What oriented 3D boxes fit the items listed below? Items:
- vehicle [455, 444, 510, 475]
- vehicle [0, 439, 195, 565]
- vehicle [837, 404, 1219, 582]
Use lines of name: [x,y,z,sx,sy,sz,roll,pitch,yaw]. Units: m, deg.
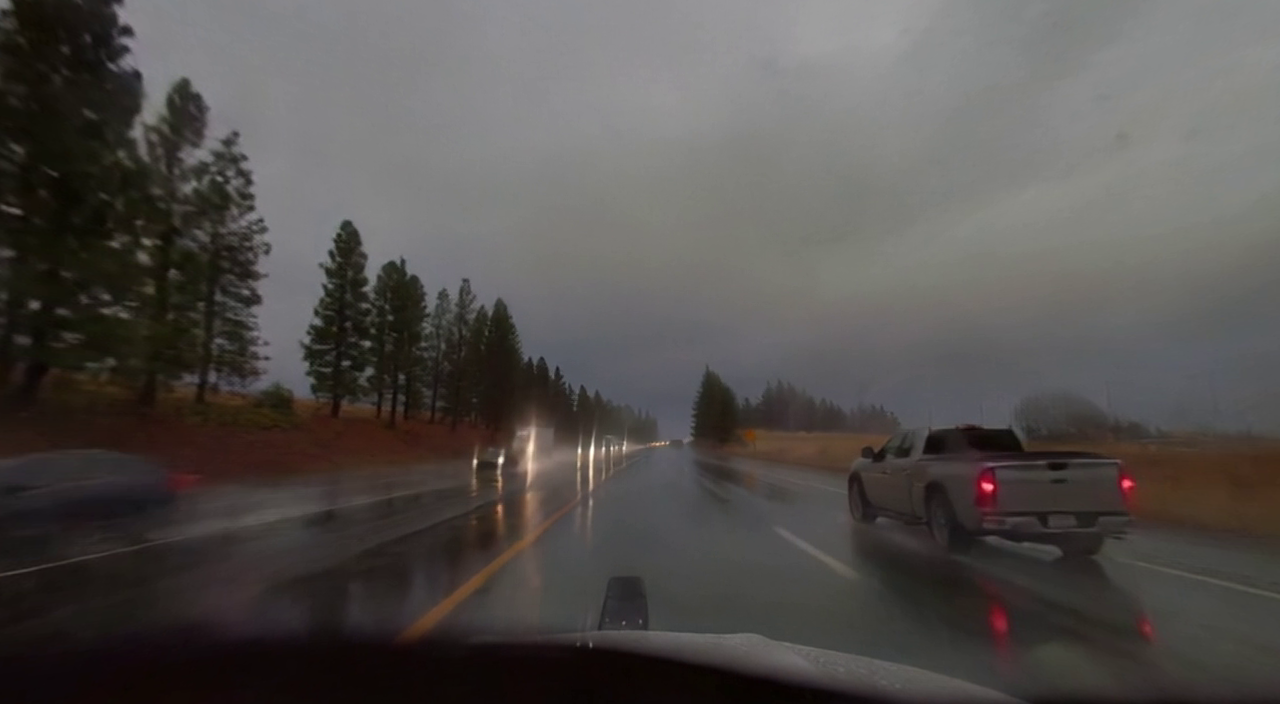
vehicle: [-9.025,6.198,36.548,1.909,1.640,4.518,-1,-8,2]
vehicle: [-9.220,2.090,9.205,2.062,1.597,4.608,0,-8,0]
vehicle: [4.531,1.724,8.608,2.098,1.703,4.862,0,-8,0]
